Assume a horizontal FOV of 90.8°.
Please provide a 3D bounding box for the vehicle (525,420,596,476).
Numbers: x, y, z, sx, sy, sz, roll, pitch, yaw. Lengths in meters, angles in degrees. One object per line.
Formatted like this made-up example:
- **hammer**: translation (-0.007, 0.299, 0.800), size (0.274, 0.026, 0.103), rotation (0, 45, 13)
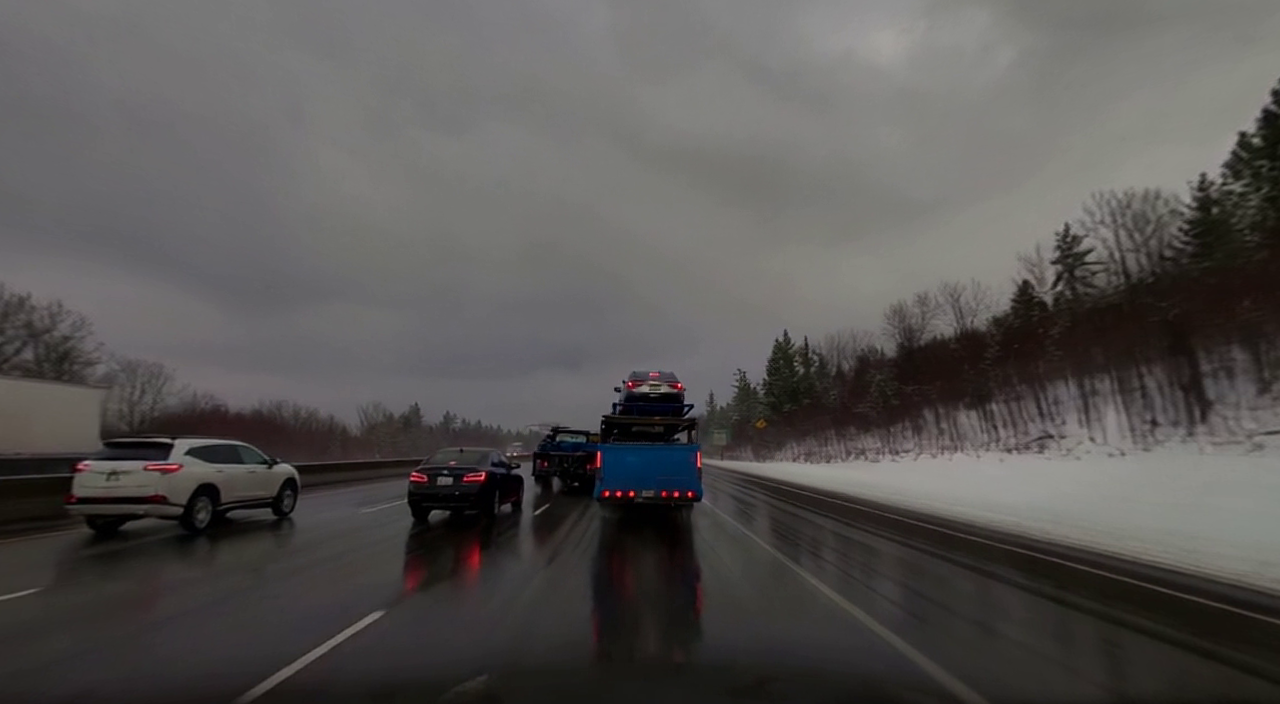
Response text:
- **vehicle**: translation (-2.454, 3.101, 20.319), size (2.031, 1.594, 4.103), rotation (1, -9, -5)

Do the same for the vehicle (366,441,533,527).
- **vehicle**: translation (-3.672, 2.624, 13.160), size (1.947, 1.470, 4.526), rotation (0, -9, 2)

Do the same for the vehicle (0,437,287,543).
- **vehicle**: translation (-8.364, 2.310, 11.169), size (1.888, 1.507, 3.949), rotation (0, -9, 0)

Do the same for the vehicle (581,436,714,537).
- **vehicle**: translation (0.122, 2.302, 11.287), size (1.991, 1.507, 3.391), rotation (0, -9, 0)

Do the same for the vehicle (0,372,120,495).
- **vehicle**: translation (-22.947, 2.346, 18.683), size (2.891, 4.067, 14.222), rotation (0, -9, 1)
